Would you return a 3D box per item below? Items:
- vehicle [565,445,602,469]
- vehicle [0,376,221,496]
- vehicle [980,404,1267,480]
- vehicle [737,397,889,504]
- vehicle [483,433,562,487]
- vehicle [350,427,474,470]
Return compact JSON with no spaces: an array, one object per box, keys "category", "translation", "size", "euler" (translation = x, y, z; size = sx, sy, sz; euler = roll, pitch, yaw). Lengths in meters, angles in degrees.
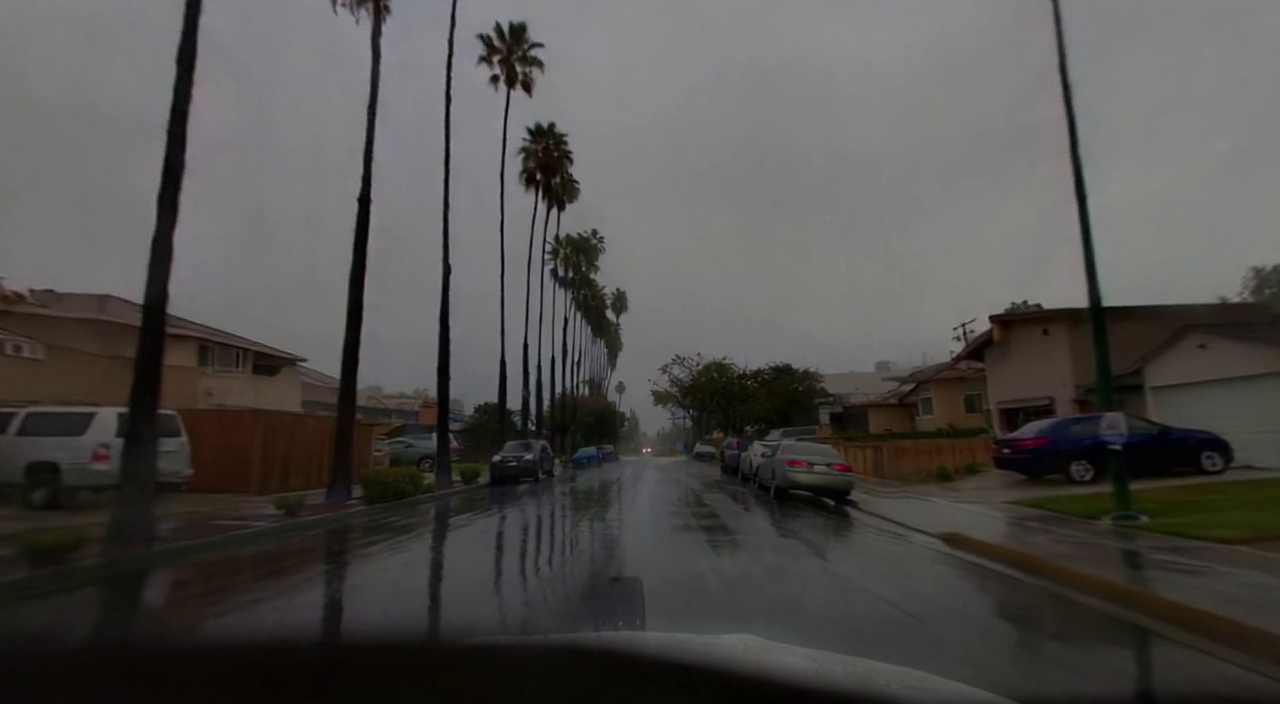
[{"category":"vehicle","translation":[-3.727,7.097,42.436],"size":[2.080,1.479,4.531],"euler":[-1,-10,0]},{"category":"vehicle","translation":[-11.241,1.552,11.607],"size":[5.340,1.948,2.398],"euler":[0,-9,2]},{"category":"vehicle","translation":[10.348,1.987,13.863],"size":[4.643,1.520,1.826],"euler":[-1,-9,4]},{"category":"vehicle","translation":[3.800,2.362,15.303],"size":[2.184,2.038,6.212],"euler":[0,-9,3]},{"category":"vehicle","translation":[-4.378,4.058,24.374],"size":[2.147,1.823,4.725],"euler":[-1,-7,0]},{"category":"vehicle","translation":[-10.758,4.600,30.192],"size":[4.991,1.947,2.329],"euler":[0,-8,0]}]
